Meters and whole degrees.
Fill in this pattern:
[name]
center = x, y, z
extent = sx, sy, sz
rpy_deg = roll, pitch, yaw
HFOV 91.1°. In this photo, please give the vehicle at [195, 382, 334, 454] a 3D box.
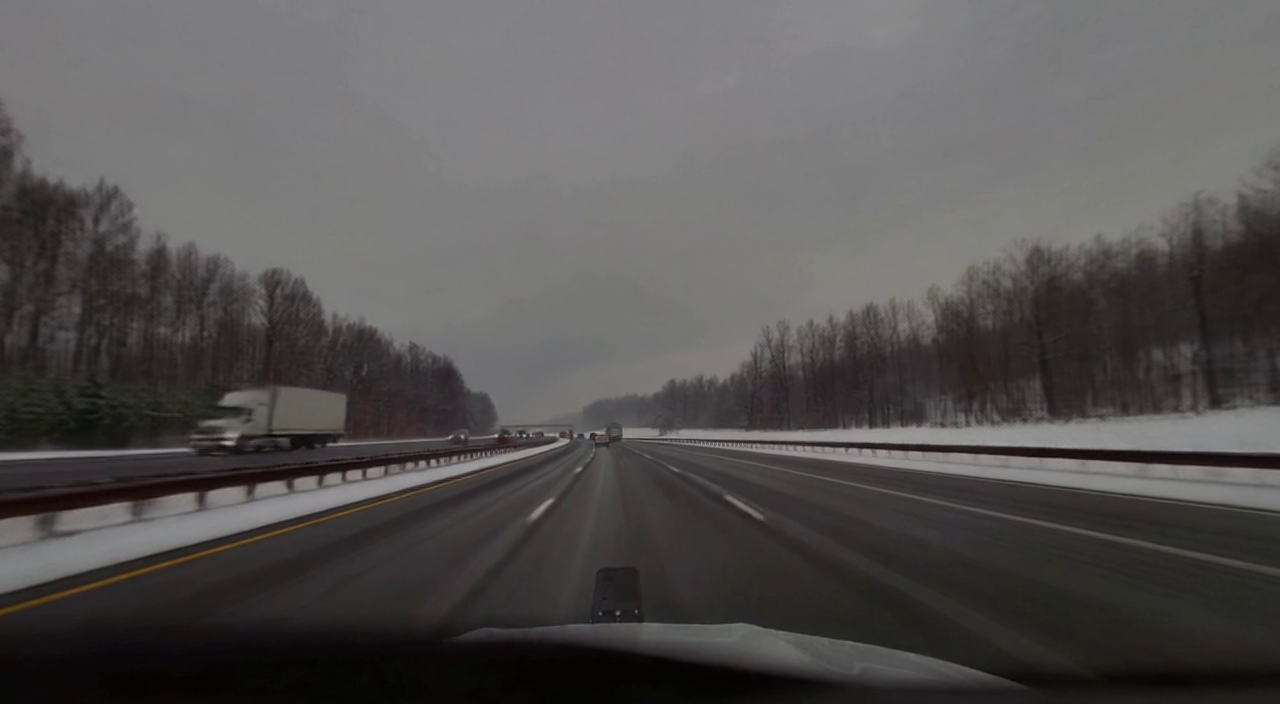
[vehicle]
center = -22.471, 4.191, 38.513
extent = 3.025, 3.847, 9.441
rpy_deg = 0, -8, -3
